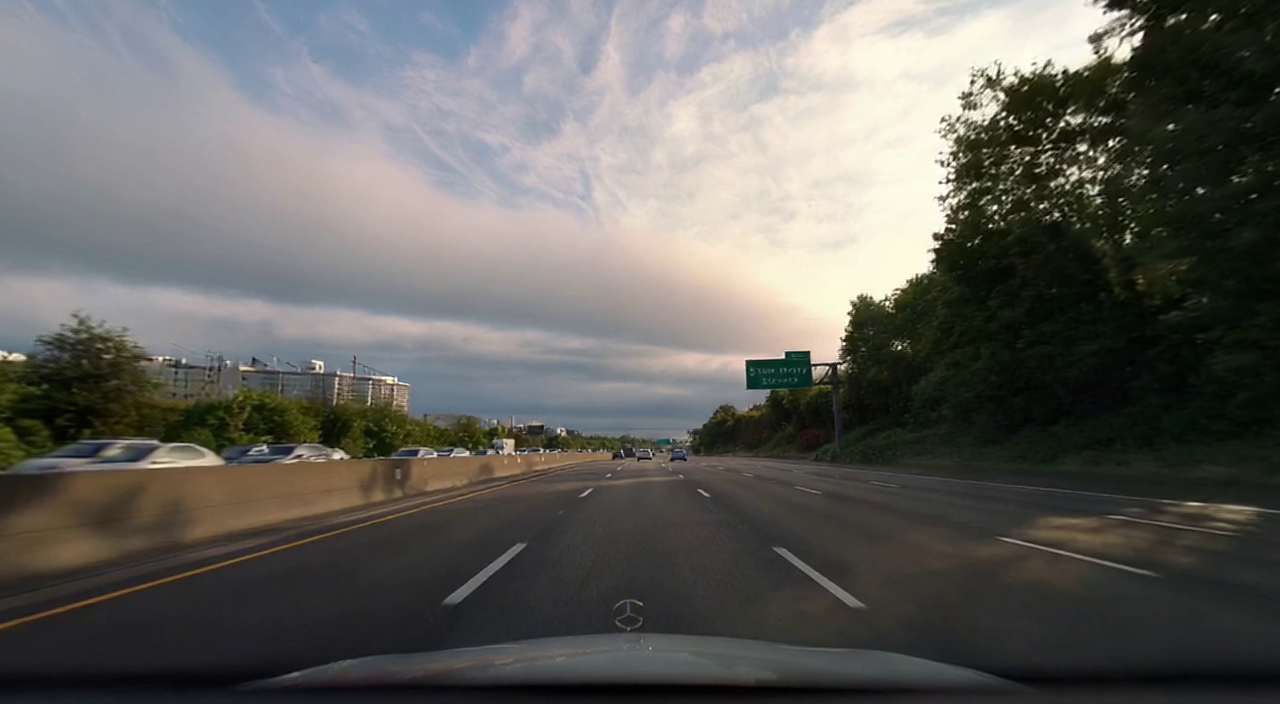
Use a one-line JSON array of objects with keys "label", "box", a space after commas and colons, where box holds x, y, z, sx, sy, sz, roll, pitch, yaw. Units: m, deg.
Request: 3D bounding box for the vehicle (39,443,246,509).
[{"label": "vehicle", "box": [-12.547, 3.137, 16.348, 1.867, 1.454, 4.255, 0, -9, 0]}]

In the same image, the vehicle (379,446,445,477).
[{"label": "vehicle", "box": [-11.808, 5.687, 32.947, 1.801, 1.449, 4.143, -1, -9, 1]}]

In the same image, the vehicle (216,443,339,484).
[{"label": "vehicle", "box": [-16.026, 4.944, 28.335, 2.011, 1.641, 5.728, -1, -9, 1]}]
